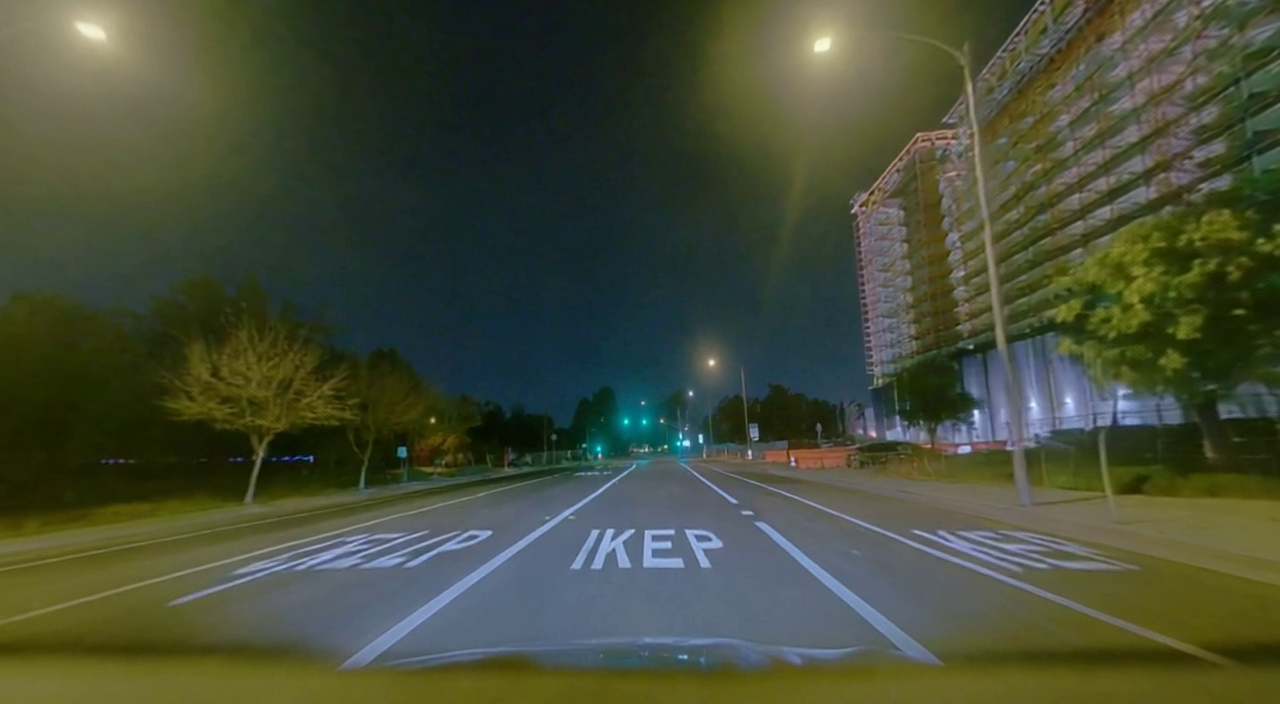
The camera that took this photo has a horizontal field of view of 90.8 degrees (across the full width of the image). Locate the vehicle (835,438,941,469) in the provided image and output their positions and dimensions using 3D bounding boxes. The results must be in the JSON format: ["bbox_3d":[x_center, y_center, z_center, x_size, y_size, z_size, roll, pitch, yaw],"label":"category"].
[{"bbox_3d":[11.810,4.864,30.300,4.251,1.418,1.896,-1,-9,3],"label":"vehicle"}]
